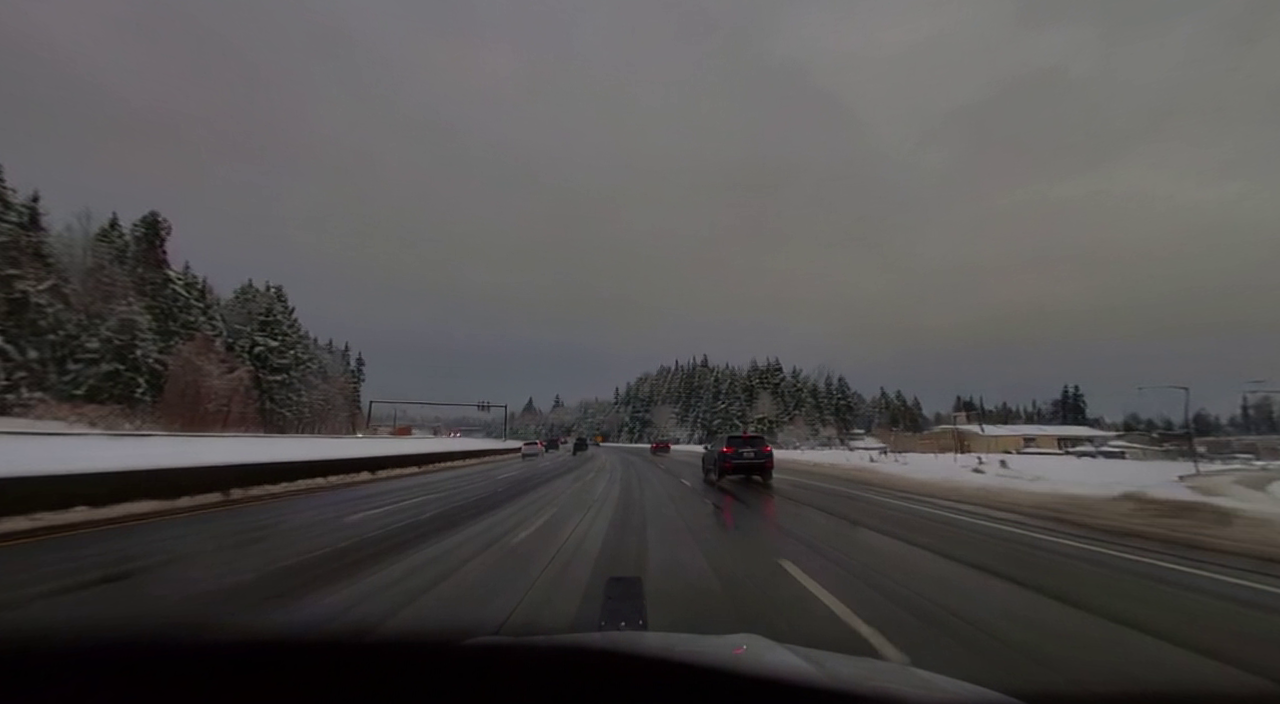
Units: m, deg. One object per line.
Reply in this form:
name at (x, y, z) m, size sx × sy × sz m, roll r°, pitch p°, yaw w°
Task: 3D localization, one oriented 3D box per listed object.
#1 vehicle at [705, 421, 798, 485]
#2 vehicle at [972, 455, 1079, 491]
vehicle at (3.421, 3.223, 20.317) m, size 2.043 × 1.795 × 4.347 m, roll 0°, pitch -8°, yaw -2°
vehicle at (19.491, 6.080, 32.188) m, size 2.033 × 1.580 × 4.752 m, roll 1°, pitch -8°, yaw -8°
